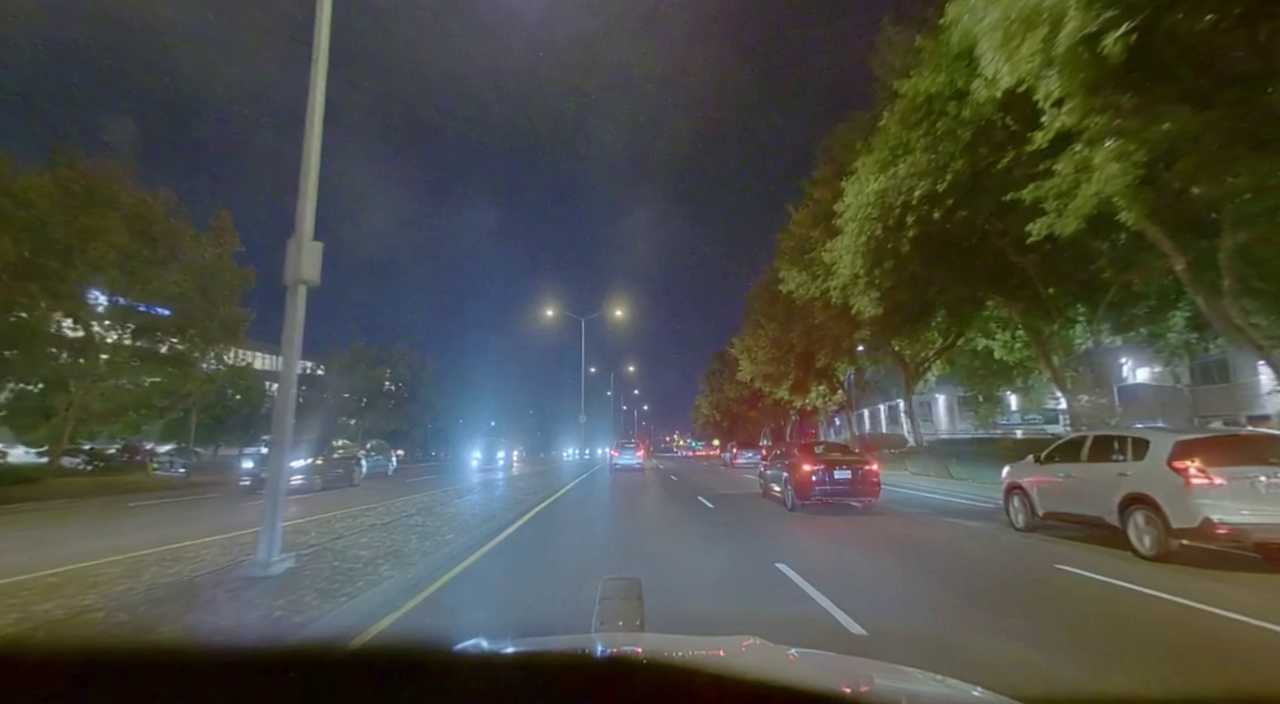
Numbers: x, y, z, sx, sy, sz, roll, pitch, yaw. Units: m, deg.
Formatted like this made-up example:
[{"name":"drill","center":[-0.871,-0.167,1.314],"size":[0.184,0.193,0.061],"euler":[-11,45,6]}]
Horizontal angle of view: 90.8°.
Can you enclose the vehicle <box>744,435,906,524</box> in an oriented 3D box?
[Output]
[{"name":"vehicle","center":[3.412,2.428,12.606],"size":[1.858,1.466,4.230],"euler":[0,-9,-2]}]

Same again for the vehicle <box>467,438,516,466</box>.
[{"name":"vehicle","center":[-9.428,6.392,40.480],"size":[1.950,1.717,4.299],"euler":[0,-9,1]}]

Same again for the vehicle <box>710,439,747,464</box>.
[{"name":"vehicle","center":[6.785,7.662,48.826],"size":[2.068,1.779,4.567],"euler":[0,-9,-2]}]

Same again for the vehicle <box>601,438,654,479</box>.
[{"name":"vehicle","center":[-0.487,4.241,25.352],"size":[1.994,1.479,3.647],"euler":[0,-9,-1]}]

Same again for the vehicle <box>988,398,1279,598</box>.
[{"name":"vehicle","center":[6.872,1.675,8.099],"size":[2.134,1.810,4.590],"euler":[0,-8,-1]}]

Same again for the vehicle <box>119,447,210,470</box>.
[{"name":"vehicle","center":[-30.681,6.855,40.805],"size":[4.355,1.411,1.922],"euler":[0,-9,3]}]

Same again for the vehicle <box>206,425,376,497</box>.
[{"name":"vehicle","center":[-9.899,3.131,18.490],"size":[2.087,1.816,4.793],"euler":[0,-9,2]}]

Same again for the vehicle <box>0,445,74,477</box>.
[{"name":"vehicle","center":[-29.972,5.152,30.001],"size":[4.235,1.404,2.018],"euler":[0,-9,2]}]
